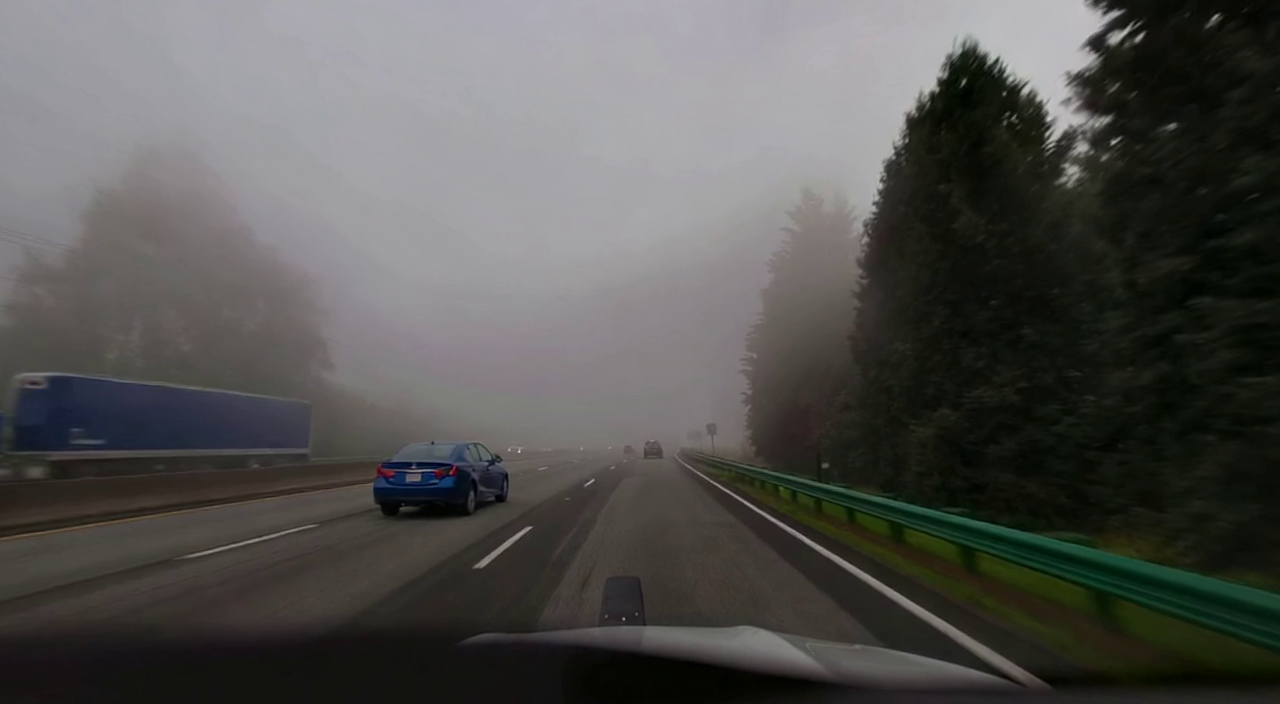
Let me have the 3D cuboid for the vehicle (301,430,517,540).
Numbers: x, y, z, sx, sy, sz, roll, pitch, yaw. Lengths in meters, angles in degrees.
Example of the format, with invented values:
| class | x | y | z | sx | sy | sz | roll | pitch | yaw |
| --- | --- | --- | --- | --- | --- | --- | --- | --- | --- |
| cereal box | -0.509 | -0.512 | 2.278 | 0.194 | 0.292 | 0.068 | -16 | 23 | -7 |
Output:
| class | x | y | z | sx | sy | sz | roll | pitch | yaw |
| --- | --- | --- | --- | --- | --- | --- | --- | --- | --- |
| vehicle | -3.656 | 2.173 | 11.035 | 2.021 | 1.515 | 4.453 | 0 | -8 | 1 |

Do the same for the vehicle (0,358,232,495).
| class | x | y | z | sx | sy | sz | roll | pitch | yaw |
| --- | --- | --- | --- | --- | --- | --- | --- | --- | --- |
| vehicle | -19.682 | 2.784 | 22.492 | 3.028 | 3.896 | 10.375 | 0 | -8 | 1 |

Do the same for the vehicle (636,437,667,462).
| class | x | y | z | sx | sy | sz | roll | pitch | yaw |
| --- | --- | --- | --- | --- | --- | --- | --- | --- | --- |
| vehicle | 0.924 | 7.275 | 47.103 | 2.176 | 1.725 | 4.182 | 0 | -8 | 2 |

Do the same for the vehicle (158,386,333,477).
| class | x | y | z | sx | sy | sz | roll | pitch | yaw |
| --- | --- | --- | --- | --- | --- | --- | --- | --- | --- |
| vehicle | -19.512 | 4.114 | 32.097 | 3.271 | 4.022 | 8.274 | 0 | -8 | 1 |
